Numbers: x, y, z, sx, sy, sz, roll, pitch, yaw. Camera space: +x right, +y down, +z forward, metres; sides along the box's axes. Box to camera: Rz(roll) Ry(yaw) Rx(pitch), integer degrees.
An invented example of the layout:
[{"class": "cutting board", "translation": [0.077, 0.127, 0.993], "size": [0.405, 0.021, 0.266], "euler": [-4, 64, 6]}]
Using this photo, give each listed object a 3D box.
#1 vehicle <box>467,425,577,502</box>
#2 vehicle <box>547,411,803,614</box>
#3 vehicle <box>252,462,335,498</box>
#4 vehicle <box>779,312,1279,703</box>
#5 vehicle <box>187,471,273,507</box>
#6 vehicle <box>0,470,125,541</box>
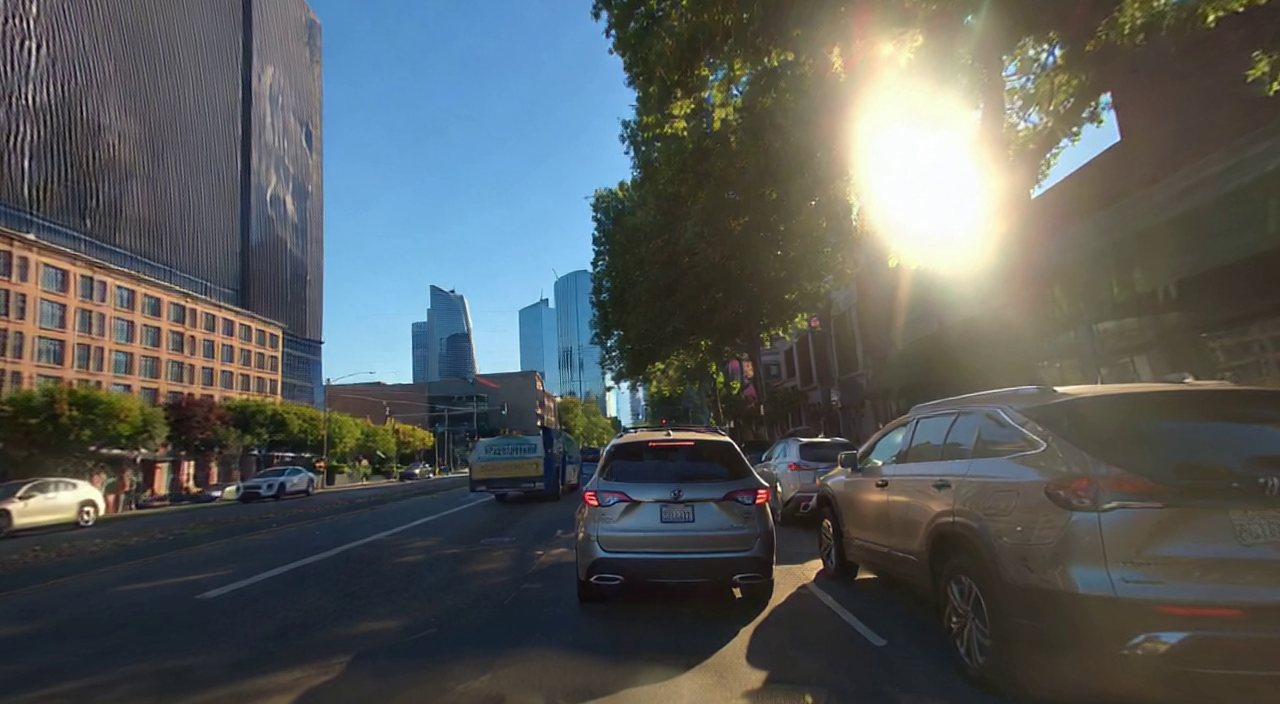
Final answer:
[{"class": "vehicle", "translation": [-3.220, 3.199, 18.479], "size": [2.175, 1.919, 5.223], "euler": [0, -9, 0]}, {"class": "vehicle", "translation": [0.229, 1.557, 6.917], "size": [2.045, 1.608, 3.573], "euler": [0, -9, -2]}, {"class": "vehicle", "translation": [-18.744, 6.913, 34.346], "size": [1.964, 1.686, 4.144], "euler": [0, -9, 3]}, {"class": "vehicle", "translation": [2.724, 1.108, 4.937], "size": [2.117, 1.855, 4.794], "euler": [0, -9, -1]}, {"class": "vehicle", "translation": [-22.585, 7.545, 34.932], "size": [1.854, 1.419, 4.318], "euler": [-7, -8, 0]}, {"class": "vehicle", "translation": [-16.438, 4.024, 16.873], "size": [1.903, 1.580, 3.976], "euler": [0, -9, 0]}]
